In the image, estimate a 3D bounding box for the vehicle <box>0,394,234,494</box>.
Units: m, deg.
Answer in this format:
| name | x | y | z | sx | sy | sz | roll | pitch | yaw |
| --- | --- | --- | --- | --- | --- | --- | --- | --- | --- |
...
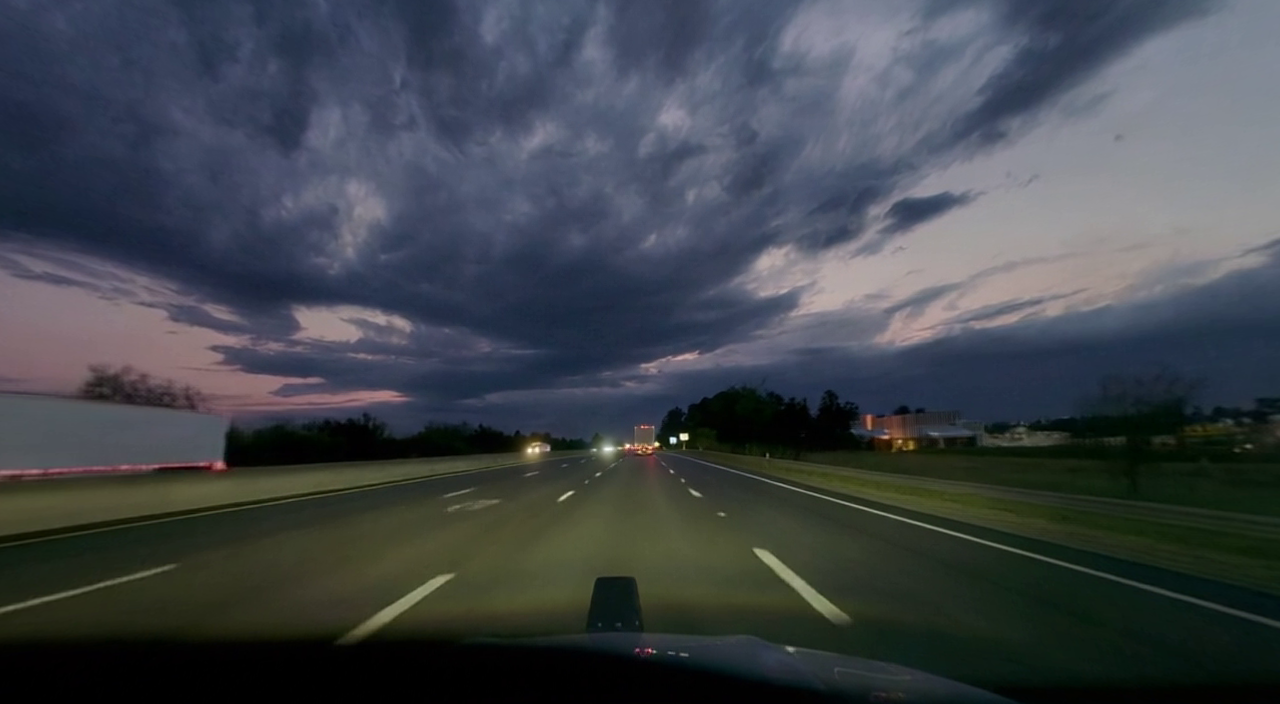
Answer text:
| name | x | y | z | sx | sy | sz | roll | pitch | yaw |
| --- | --- | --- | --- | --- | --- | --- | --- | --- | --- |
| vehicle | -24.581 | 4.294 | 29.031 | 3.175 | 3.558 | 12.876 | -1 | -9 | 0 |
